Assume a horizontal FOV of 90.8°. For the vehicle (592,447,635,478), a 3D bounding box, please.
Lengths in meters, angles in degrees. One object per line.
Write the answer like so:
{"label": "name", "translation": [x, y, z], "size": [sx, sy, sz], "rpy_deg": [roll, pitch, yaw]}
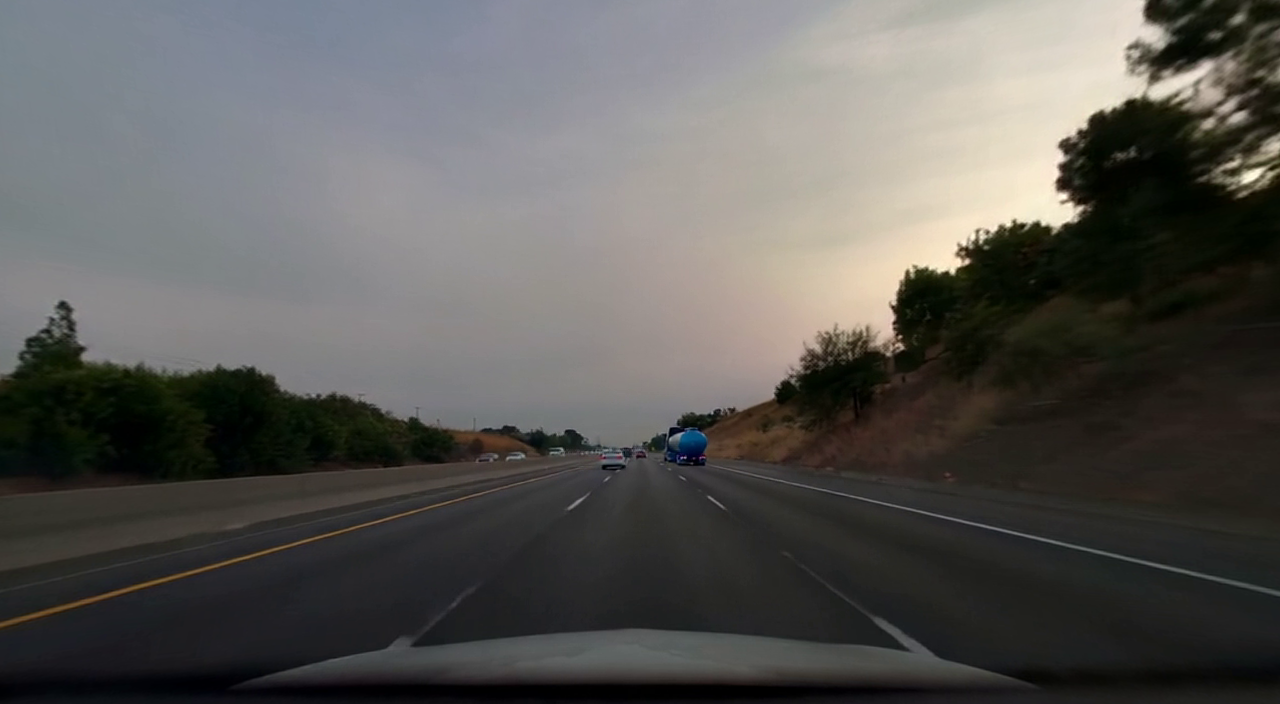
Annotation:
{"label": "vehicle", "translation": [-1.334, 5.794, 33.231], "size": [2.013, 1.498, 3.908], "rpy_deg": [-1, -9, 1]}
